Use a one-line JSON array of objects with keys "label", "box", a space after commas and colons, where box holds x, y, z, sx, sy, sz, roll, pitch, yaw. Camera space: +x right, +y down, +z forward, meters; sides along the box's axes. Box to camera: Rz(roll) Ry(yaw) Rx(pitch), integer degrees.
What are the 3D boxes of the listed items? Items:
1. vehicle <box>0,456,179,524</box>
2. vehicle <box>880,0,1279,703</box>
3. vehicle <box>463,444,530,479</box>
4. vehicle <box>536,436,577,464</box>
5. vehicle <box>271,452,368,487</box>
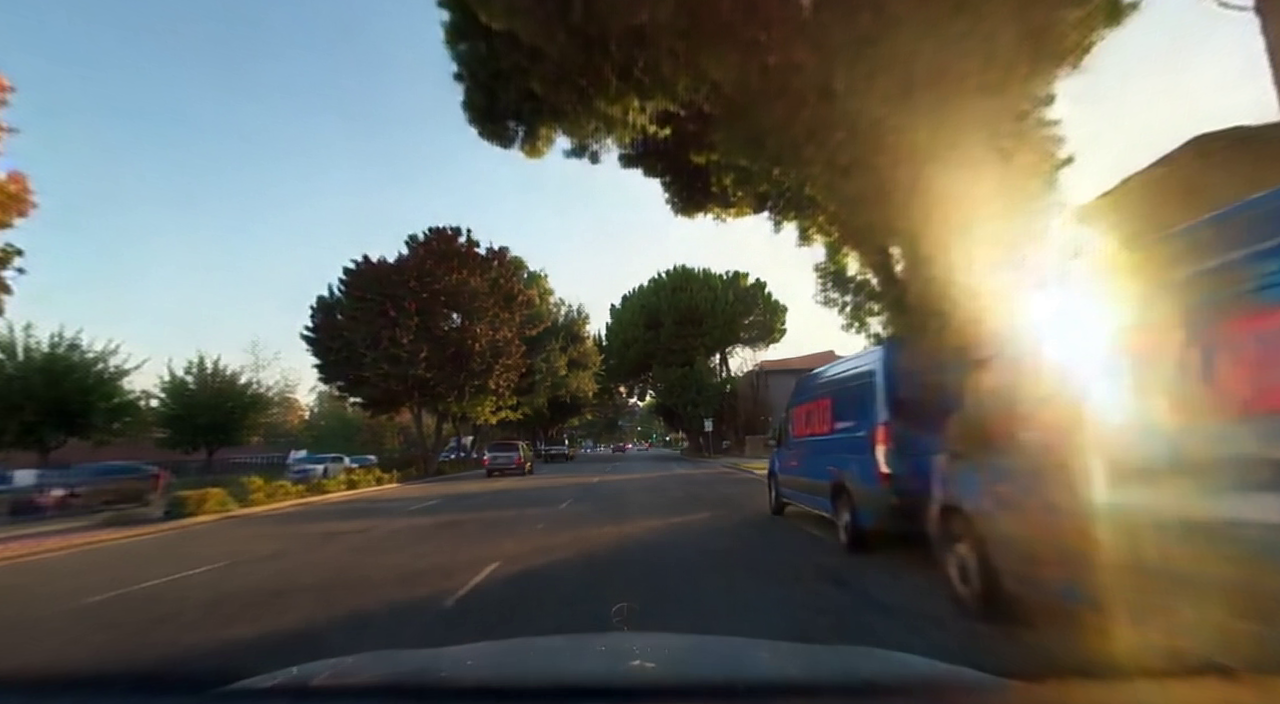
[{"label": "vehicle", "box": [-14.878, 3.536, 16.742, 1.842, 1.472, 4.639, 0, -9, -1]}, {"label": "vehicle", "box": [3.590, 0.386, 3.250, 2.791, 3.026, 4.668, 0, -9, 0]}, {"label": "vehicle", "box": [-6.514, 4.999, 29.200, 1.970, 1.456, 4.441, 0, -9, 1]}, {"label": "vehicle", "box": [-6.336, 7.554, 48.752, 2.332, 2.039, 5.678, 0, -9, 1]}, {"label": "vehicle", "box": [-14.745, 5.404, 29.421, 2.031, 1.466, 4.592, 0, -9, 1]}]
